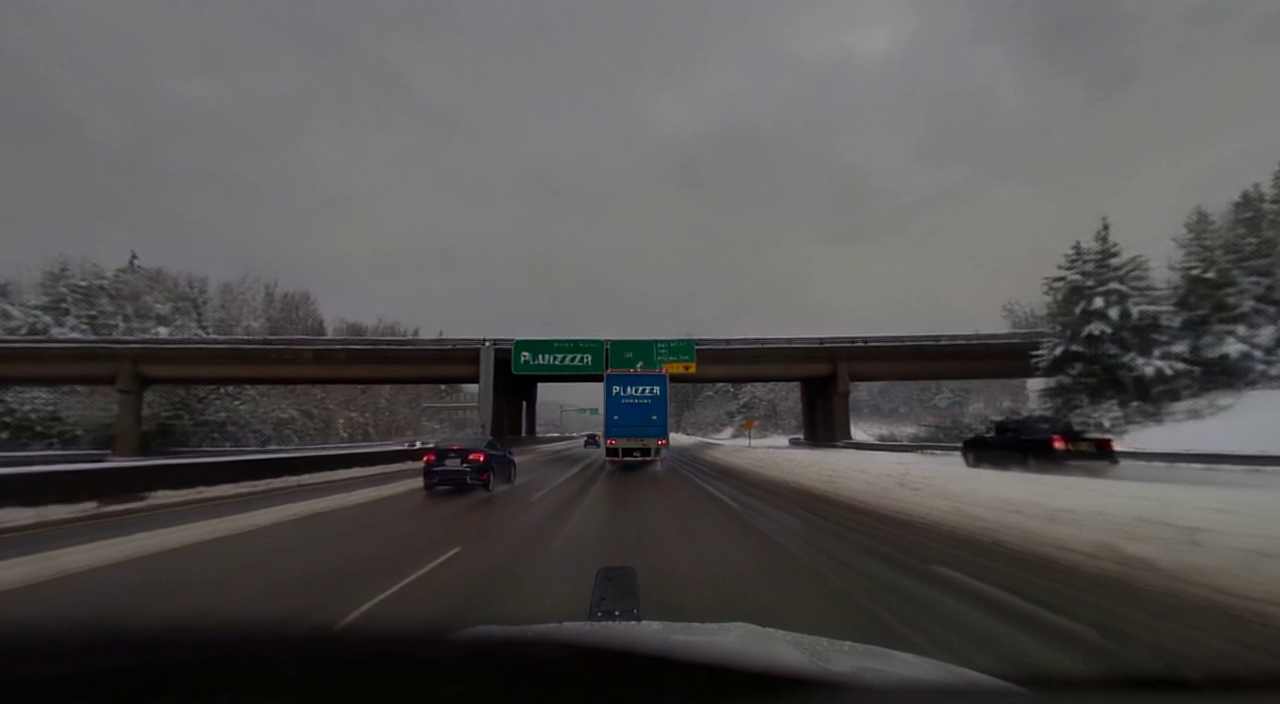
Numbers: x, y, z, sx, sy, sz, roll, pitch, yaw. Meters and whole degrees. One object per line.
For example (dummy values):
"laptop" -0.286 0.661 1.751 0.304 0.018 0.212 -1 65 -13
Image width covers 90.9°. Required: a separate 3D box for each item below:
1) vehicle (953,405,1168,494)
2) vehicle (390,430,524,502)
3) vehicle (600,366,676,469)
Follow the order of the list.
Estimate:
"vehicle" 9.938 2.350 15.471 2.052 1.841 4.481 0 -8 -2
"vehicle" -4.109 2.601 14.947 1.943 1.446 4.158 0 -8 0
"vehicle" -0.247 3.321 30.309 2.926 3.959 11.818 0 -8 -2
